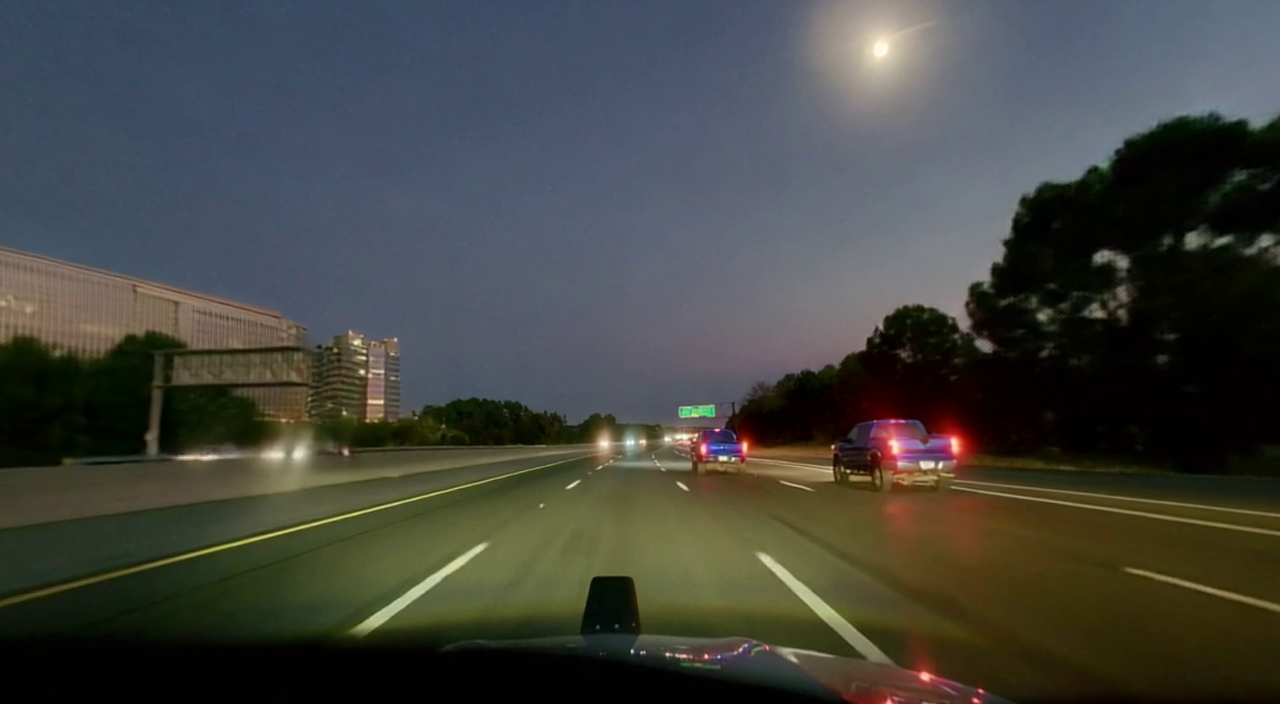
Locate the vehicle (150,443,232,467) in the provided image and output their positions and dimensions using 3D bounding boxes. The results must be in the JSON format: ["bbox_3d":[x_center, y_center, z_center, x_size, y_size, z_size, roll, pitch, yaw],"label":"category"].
[{"bbox_3d":[-29.539,6.805,41.764,1.834,1.479,4.581,-1,-9,4],"label":"vehicle"}]

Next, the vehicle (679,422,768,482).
[{"bbox_3d":[2.920,3.677,23.376,2.462,1.984,4.718,0,-9,-2],"label":"vehicle"}]

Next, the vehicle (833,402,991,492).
[{"bbox_3d":[7.750,2.813,18.796,2.158,2.268,5.396,0,-9,-1],"label":"vehicle"}]

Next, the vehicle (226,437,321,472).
[{"bbox_3d":[-19.273,5.415,33.519,2.108,1.729,4.754,0,-9,0],"label":"vehicle"}]
